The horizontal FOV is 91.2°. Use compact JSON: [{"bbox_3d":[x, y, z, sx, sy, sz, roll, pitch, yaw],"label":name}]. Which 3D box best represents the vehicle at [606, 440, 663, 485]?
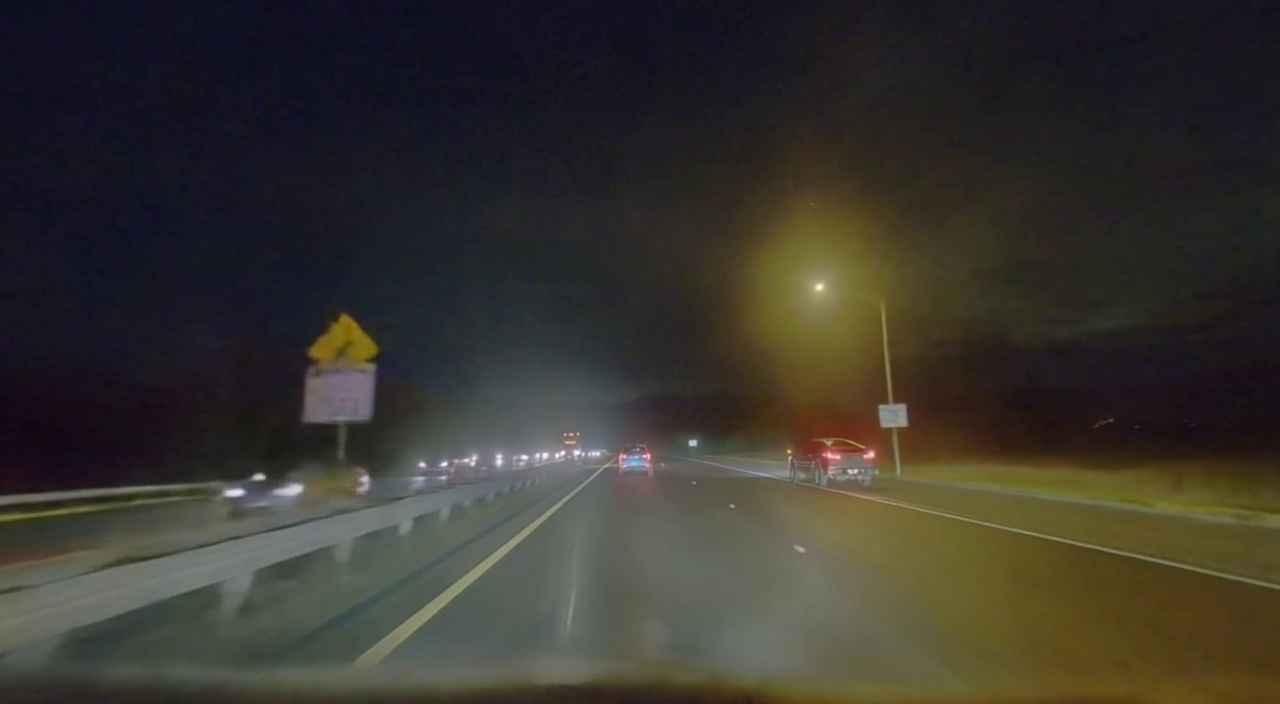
[{"bbox_3d":[-0.215,4.091,23.521,1.971,1.518,4.108,0,-9,-1],"label":"vehicle"}]

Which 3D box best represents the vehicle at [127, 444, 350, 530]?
[{"bbox_3d":[-8.413,2.822,13.790,1.977,1.549,4.521,0,-9,-1],"label":"vehicle"}]

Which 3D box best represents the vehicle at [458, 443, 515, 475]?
[{"bbox_3d":[-8.487,5.944,35.132,2.090,1.653,4.437,0,-9,0],"label":"vehicle"}]

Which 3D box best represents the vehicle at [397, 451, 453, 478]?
[{"bbox_3d":[-12.912,6.751,37.924,1.864,1.488,4.473,0,-9,-1],"label":"vehicle"}]
